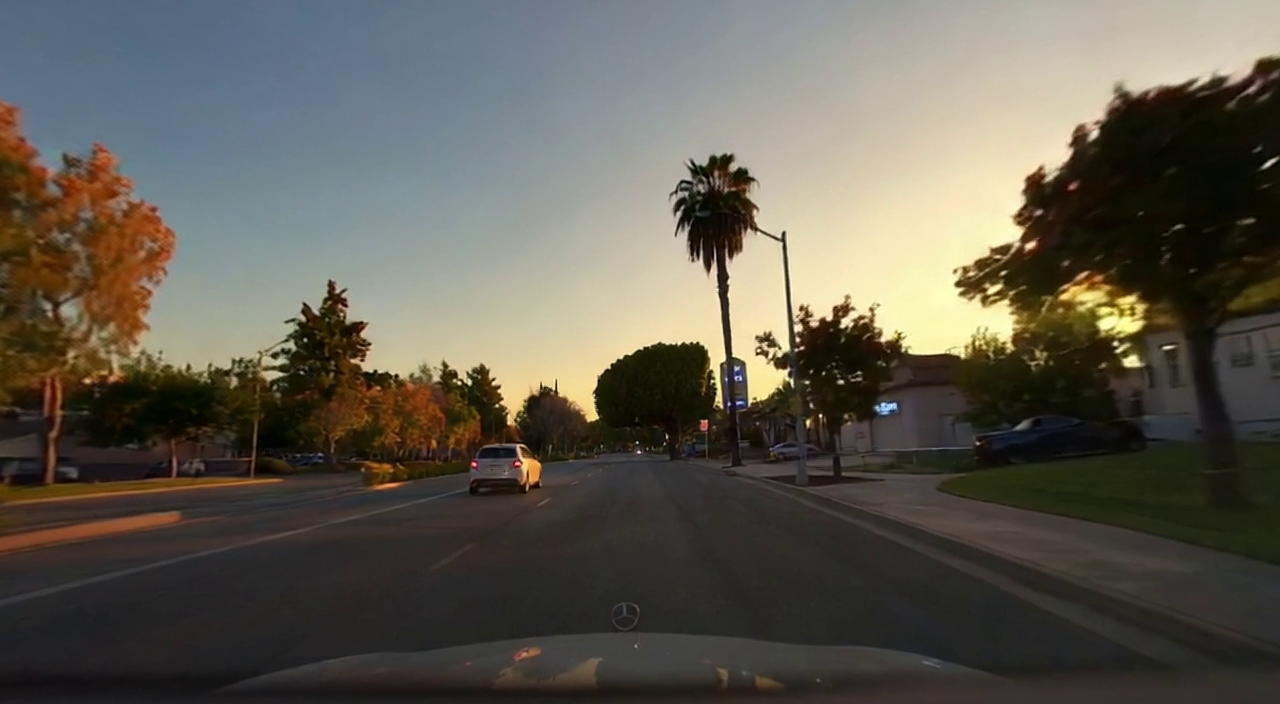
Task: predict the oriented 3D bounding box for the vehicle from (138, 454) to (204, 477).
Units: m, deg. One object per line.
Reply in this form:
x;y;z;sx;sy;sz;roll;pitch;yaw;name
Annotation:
-34.856;8.445;46.903;1.867;1.568;4.132;1;-8;-3;vehicle

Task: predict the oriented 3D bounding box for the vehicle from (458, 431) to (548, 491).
-4.557;3.704;21.723;2.136;1.844;4.363;0;-8;-1;vehicle
